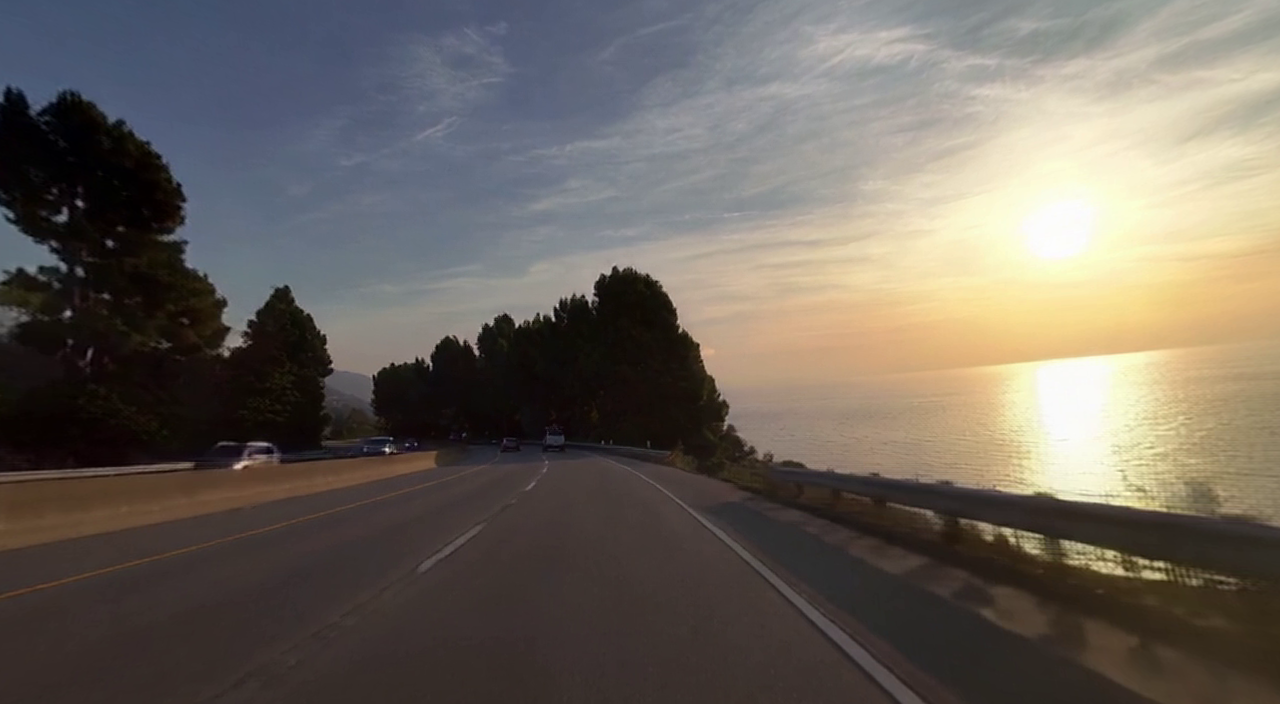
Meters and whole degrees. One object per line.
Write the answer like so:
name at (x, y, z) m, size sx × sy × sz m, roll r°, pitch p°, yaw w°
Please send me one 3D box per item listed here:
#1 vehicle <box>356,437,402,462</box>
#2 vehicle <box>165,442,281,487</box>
vehicle at (-19.401, 7.270, 47.073) m, size 2.276 × 1.759 × 4.462 m, roll 2°, pitch -9°, yaw -12°
vehicle at (-16.511, 4.431, 25.292) m, size 1.929 × 1.611 × 4.479 m, roll 1°, pitch -9°, yaw -6°
